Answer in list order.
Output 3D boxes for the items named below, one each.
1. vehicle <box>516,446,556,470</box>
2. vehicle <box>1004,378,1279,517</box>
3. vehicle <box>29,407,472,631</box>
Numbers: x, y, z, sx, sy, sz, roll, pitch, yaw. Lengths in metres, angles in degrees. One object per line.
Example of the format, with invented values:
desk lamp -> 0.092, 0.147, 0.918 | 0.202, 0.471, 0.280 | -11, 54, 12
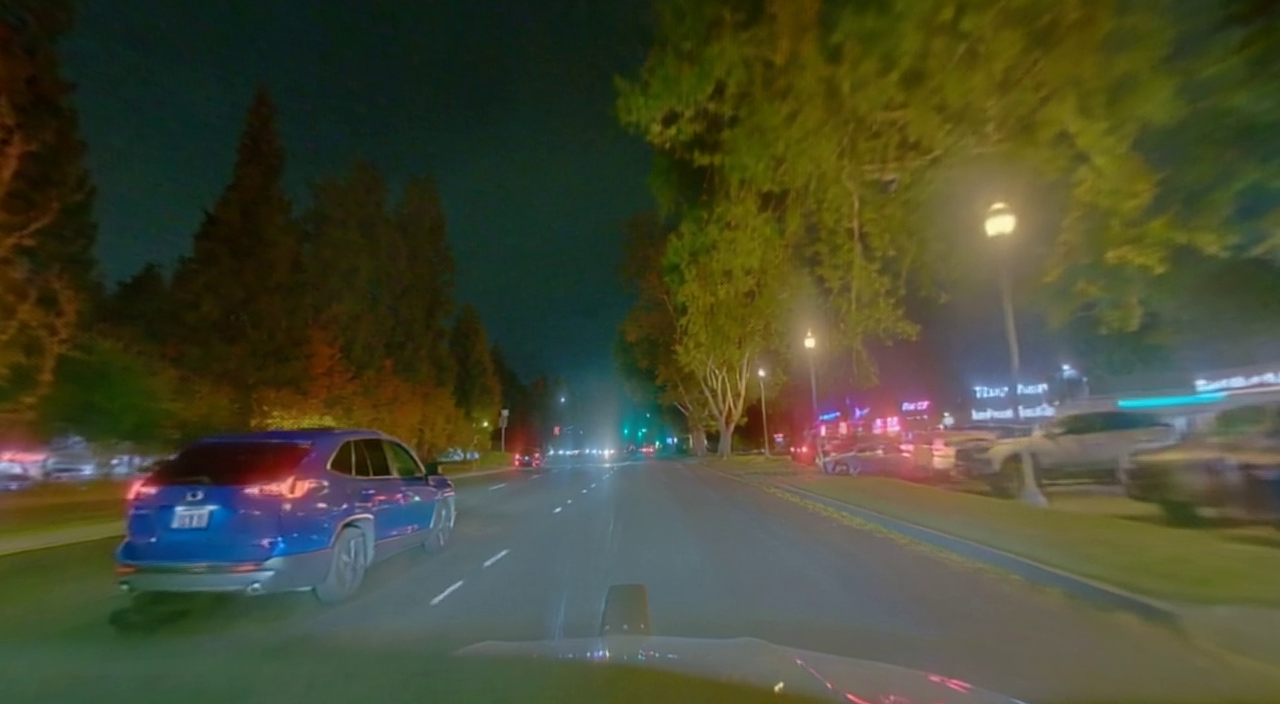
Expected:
vehicle -> -7.093, 7.288, 43.562 | 1.990, 1.483, 4.410 | 0, -8, 0
vehicle -> 9.091, 1.489, 10.238 | 4.953, 1.853, 2.245 | -7, -9, 18
vehicle -> -3.468, 1.553, 6.838 | 2.127, 1.654, 4.121 | 0, -8, 0
